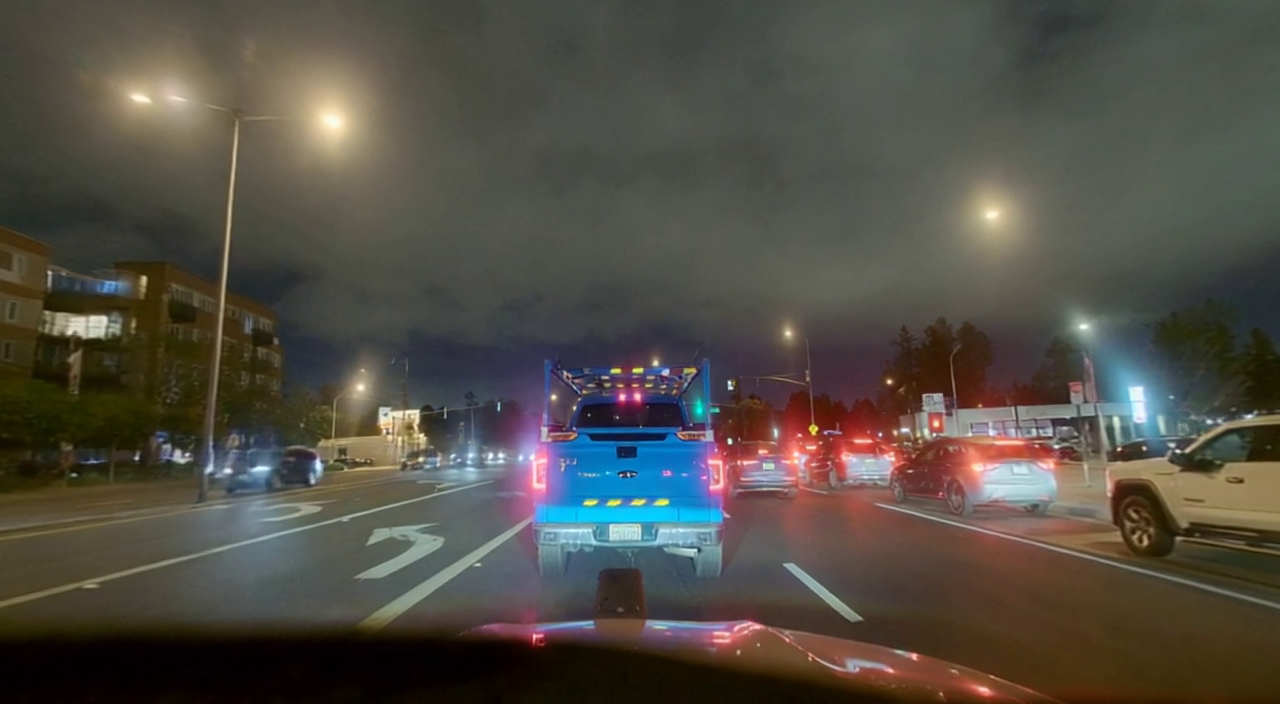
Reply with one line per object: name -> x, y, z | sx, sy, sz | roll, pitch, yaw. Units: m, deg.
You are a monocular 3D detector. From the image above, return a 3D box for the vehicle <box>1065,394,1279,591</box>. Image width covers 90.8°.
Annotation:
vehicle -> 6.826, 1.357, 6.273 | 2.023, 1.771, 4.488 | 0, -9, 0

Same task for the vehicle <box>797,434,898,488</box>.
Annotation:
vehicle -> 7.073, 3.760, 22.102 | 1.953, 1.665, 4.327 | 0, -9, -2

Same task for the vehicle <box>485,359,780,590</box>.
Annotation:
vehicle -> -0.109, 1.536, 8.713 | 2.682, 2.117, 5.706 | 0, -9, -1

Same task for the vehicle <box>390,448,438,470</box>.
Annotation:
vehicle -> -16.090, 7.620, 45.256 | 1.805, 1.466, 4.341 | 0, -9, 0

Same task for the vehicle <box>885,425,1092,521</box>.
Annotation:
vehicle -> 7.068, 2.479, 13.469 | 1.931, 1.692, 4.267 | 0, -9, 0

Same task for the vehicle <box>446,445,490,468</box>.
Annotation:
vehicle -> -12.635, 7.668, 46.692 | 1.928, 1.591, 4.509 | 0, -9, 0

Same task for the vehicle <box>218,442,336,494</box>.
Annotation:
vehicle -> -12.022, 3.839, 21.249 | 1.781, 1.558, 3.688 | 0, -9, -1

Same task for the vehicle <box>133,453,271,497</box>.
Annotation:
vehicle -> -15.604, 4.375, 22.846 | 1.854, 1.364, 4.357 | 0, -9, 0
